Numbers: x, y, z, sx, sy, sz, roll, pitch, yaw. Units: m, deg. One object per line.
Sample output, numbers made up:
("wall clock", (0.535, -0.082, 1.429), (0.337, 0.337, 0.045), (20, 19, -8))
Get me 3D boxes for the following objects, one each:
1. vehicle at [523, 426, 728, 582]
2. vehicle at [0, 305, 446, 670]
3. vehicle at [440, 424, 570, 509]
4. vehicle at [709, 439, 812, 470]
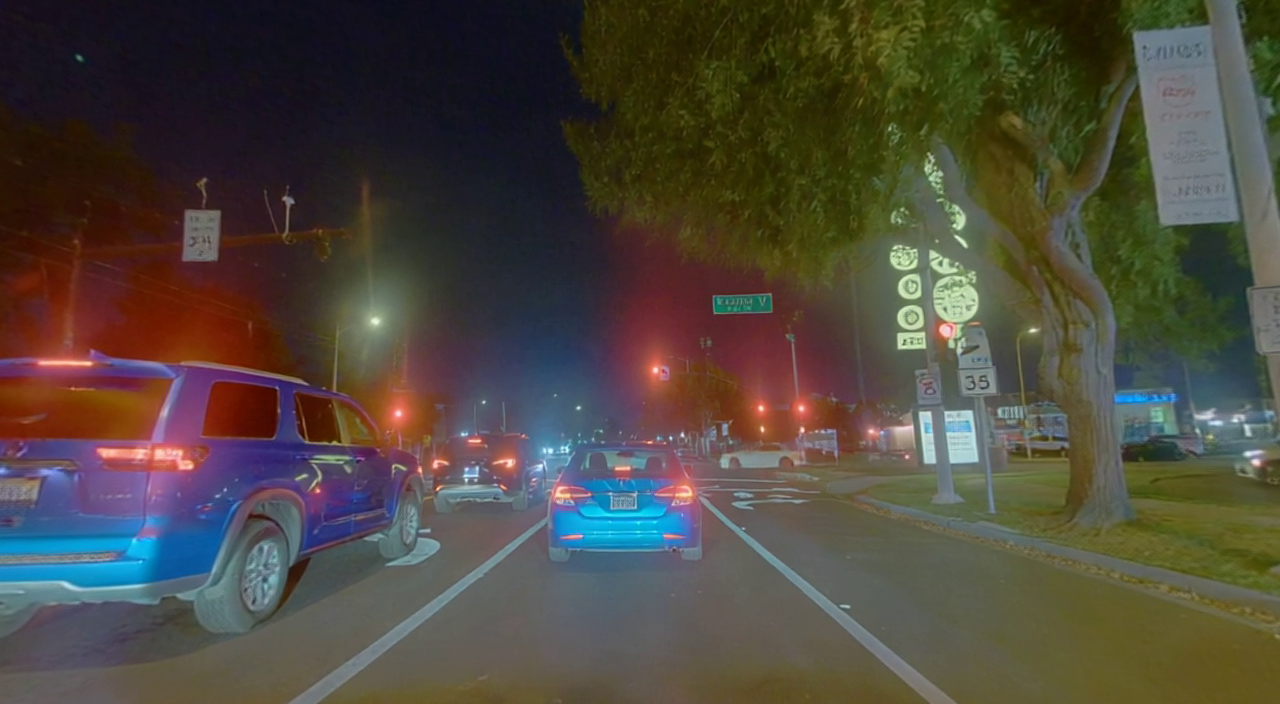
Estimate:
("vehicle", (-0.169, 1.780, 8.188), (1.966, 1.481, 4.146), (0, -8, -1))
("vehicle", (-3.812, 1.132, 6.227), (2.152, 2.118, 5.066), (0, -8, 0))
("vehicle", (-2.924, 2.596, 14.617), (2.047, 1.664, 4.148), (0, -8, 1))
("vehicle", (6.130, 5.232, 32.203), (4.809, 1.476, 1.845), (1, -9, -9))
